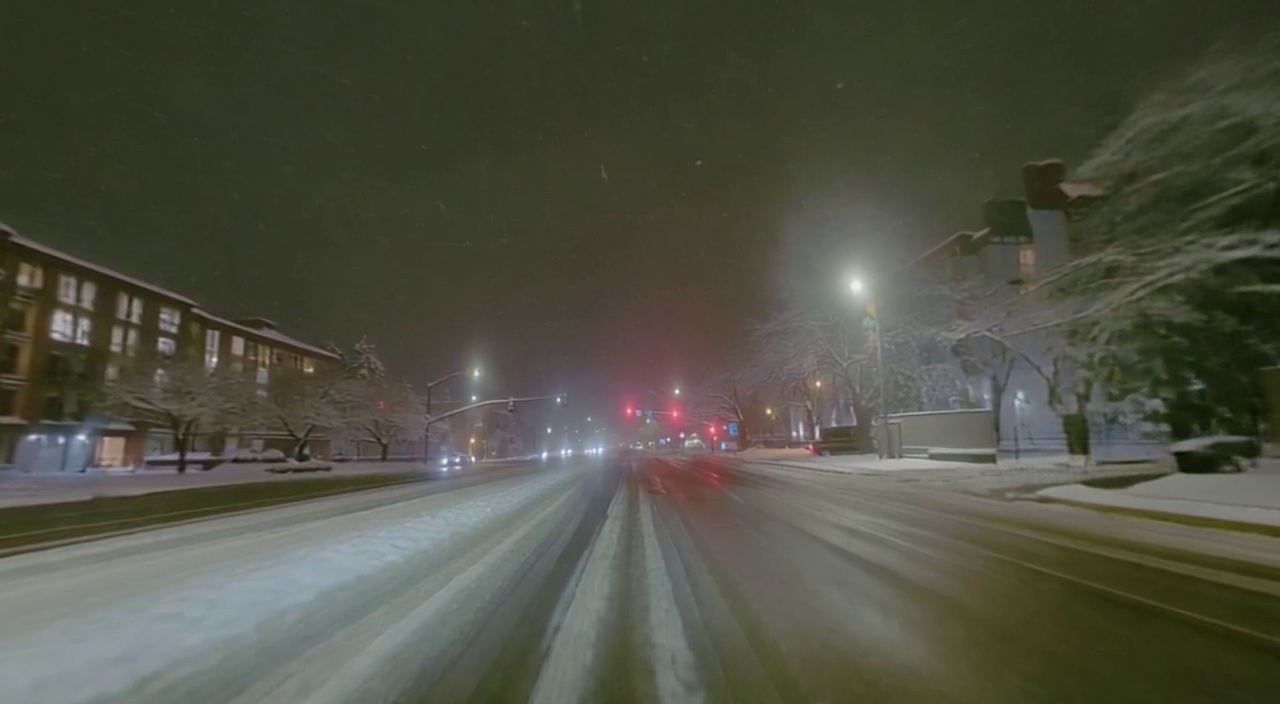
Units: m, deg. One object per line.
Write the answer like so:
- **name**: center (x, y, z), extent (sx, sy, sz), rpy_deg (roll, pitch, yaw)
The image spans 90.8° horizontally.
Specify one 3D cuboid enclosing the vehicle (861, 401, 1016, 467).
- **vehicle**: center (16.654, 4.641, 35.602), extent (7.225, 3.553, 2.709), rpy_deg (0, -9, -3)
